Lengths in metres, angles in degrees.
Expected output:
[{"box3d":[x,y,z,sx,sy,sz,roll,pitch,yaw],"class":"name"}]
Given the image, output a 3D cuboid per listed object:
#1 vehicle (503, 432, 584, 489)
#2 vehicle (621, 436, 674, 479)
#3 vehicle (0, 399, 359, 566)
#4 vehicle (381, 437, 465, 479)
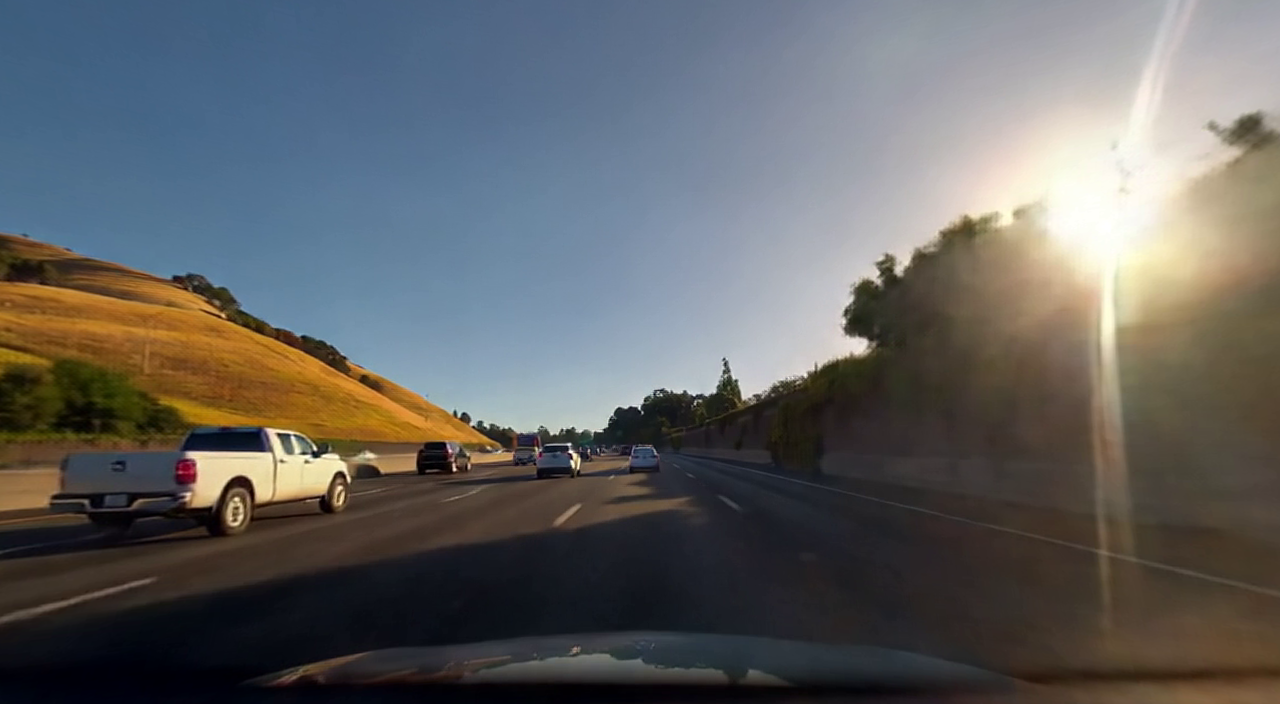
[{"box3d":[-3.325,3.852,22.709,2.093,1.820,4.506,0,-9,1],"class":"vehicle"},{"box3d":[0.327,4.834,29.067,2.233,1.804,4.273,0,-9,0],"class":"vehicle"},{"box3d":[-6.651,1.855,9.743,2.108,1.856,5.214,0,-9,1],"class":"vehicle"},{"box3d":[-10.715,5.274,31.695,2.230,1.928,5.333,0,-9,1],"class":"vehicle"}]
